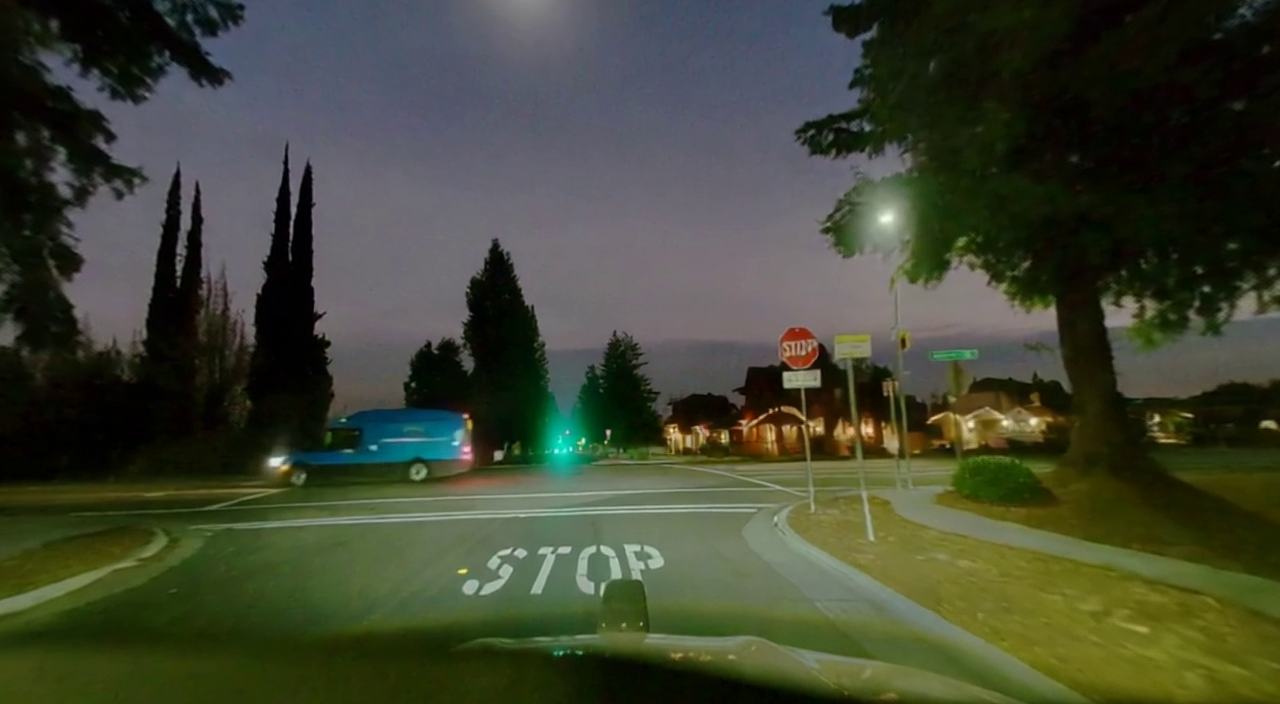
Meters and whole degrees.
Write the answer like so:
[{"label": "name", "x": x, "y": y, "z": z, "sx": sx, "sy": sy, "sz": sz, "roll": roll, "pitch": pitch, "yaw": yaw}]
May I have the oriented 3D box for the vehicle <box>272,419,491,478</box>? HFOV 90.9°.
[{"label": "vehicle", "x": -9.063, "y": 3.469, "z": 22.873, "sx": 6.877, "sy": 1.941, "sz": 2.405, "roll": 1, "pitch": -8, "yaw": -8}]
